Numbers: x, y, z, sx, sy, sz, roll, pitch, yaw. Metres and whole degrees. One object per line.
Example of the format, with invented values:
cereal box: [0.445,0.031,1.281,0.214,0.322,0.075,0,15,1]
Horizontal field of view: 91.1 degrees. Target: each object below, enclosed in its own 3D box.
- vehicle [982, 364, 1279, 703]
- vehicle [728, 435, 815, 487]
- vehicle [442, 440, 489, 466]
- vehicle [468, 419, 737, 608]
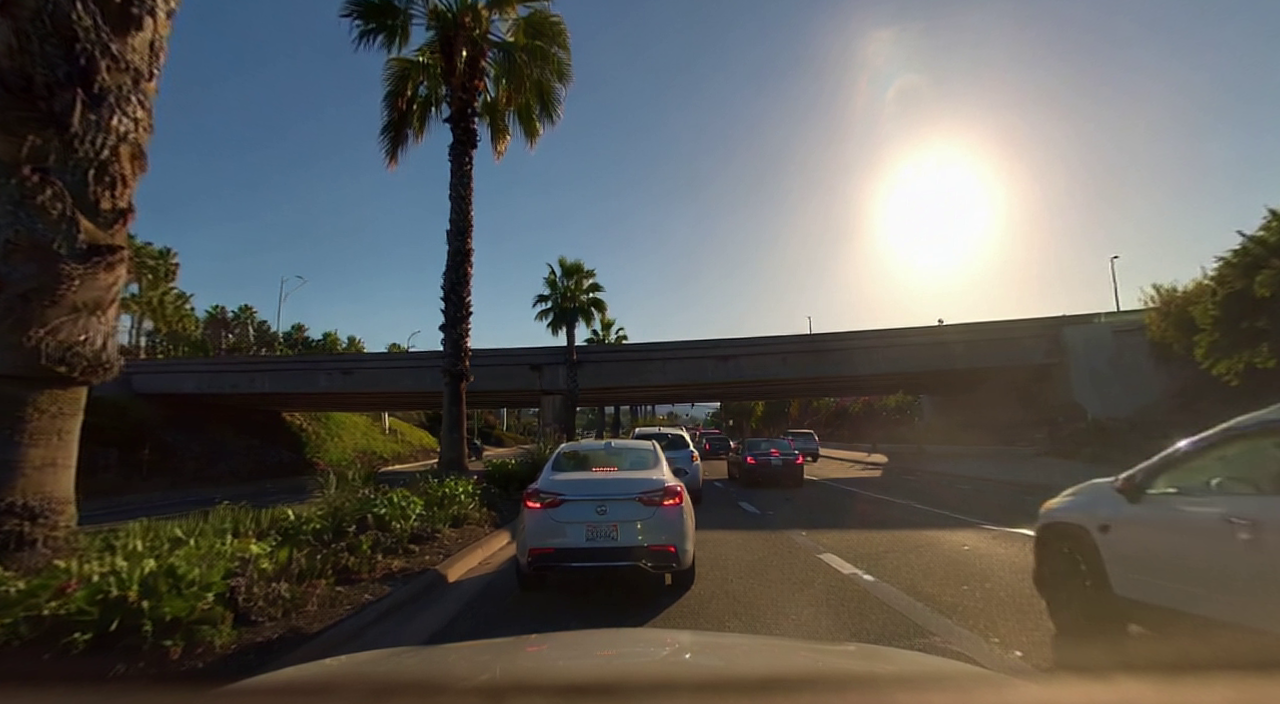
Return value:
vehicle: [4.021,0.890,3.026,2.149,1.609,4.807,0,-8,2]
vehicle: [4.197,3.562,20.901,2.034,1.517,4.840,0,-8,2]
vehicle: [-12.190,7.087,44.233,2.084,1.704,4.485,0,-8,-1]
vehicle: [-0.249,1.604,7.155,2.172,1.506,4.018,0,-8,2]
